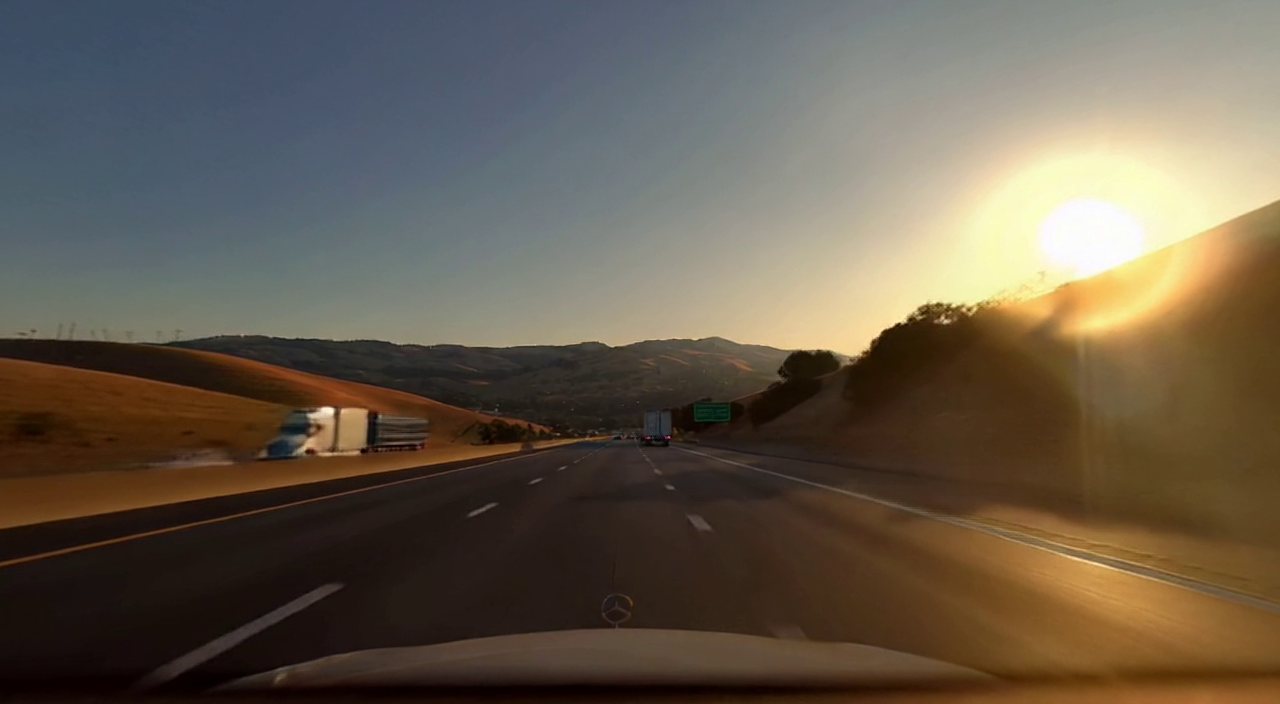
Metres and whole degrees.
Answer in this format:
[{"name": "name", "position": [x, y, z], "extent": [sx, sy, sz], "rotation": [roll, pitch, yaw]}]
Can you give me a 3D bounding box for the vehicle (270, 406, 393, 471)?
[{"name": "vehicle", "position": [-20.091, 5.766, 41.975], "extent": [3.021, 3.806, 10.448], "rotation": [0, -8, -1]}]
